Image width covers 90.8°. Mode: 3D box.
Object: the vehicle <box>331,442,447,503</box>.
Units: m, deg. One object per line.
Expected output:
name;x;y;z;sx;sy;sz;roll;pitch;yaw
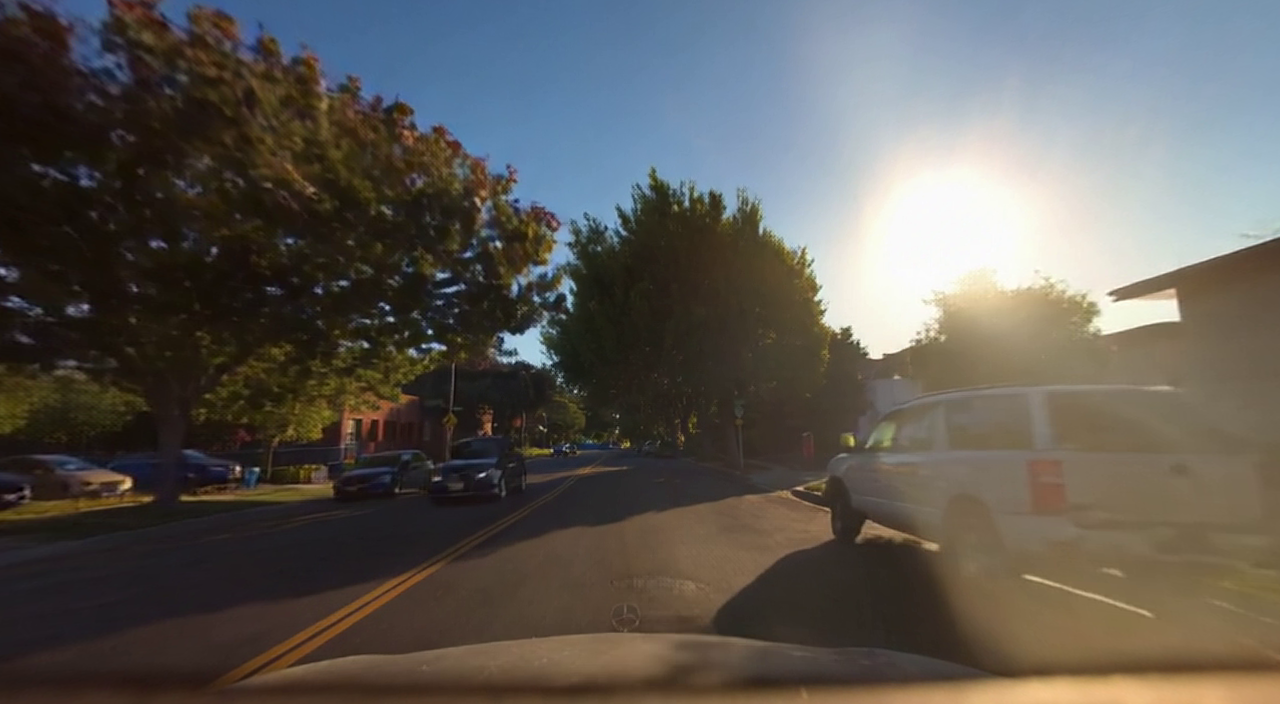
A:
vehicle;-7.548;3.634;19.534;1.928;1.537;4.439;-3;-8;-2

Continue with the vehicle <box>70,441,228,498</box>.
vehicle;-15.981;3.779;20.561;4.696;1.681;1.905;-4;-9;23

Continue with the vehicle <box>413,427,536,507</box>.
vehicle;-4.161;2.961;16.682;2.088;1.772;4.375;0;-9;-1

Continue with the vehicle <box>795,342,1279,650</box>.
vehicle;3.587;1.303;6.763;2.393;2.012;5.060;0;-9;-2
